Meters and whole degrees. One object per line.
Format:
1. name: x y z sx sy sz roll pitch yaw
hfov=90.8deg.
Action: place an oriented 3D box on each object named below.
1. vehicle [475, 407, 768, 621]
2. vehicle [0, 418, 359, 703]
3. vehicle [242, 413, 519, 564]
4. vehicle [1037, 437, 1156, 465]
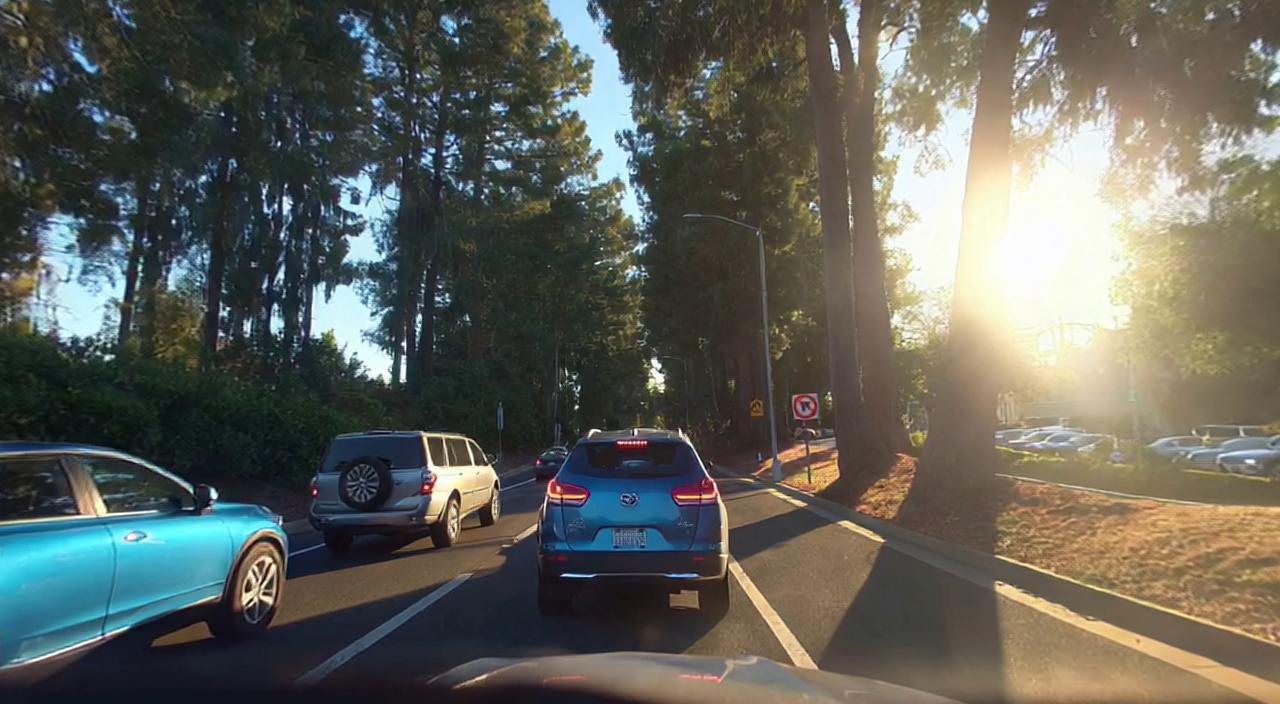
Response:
1. vehicle: -0.037 1.515 6.828 2.229 1.591 3.897 -1 -8 4
2. vehicle: -3.656 1.161 3.626 1.922 1.464 4.424 0 -8 2
3. vehicle: -3.502 1.939 9.789 2.188 1.745 4.618 0 -8 2
4. vehicle: 28.433 6.164 39.443 5.955 1.702 2.166 1 -8 -6
